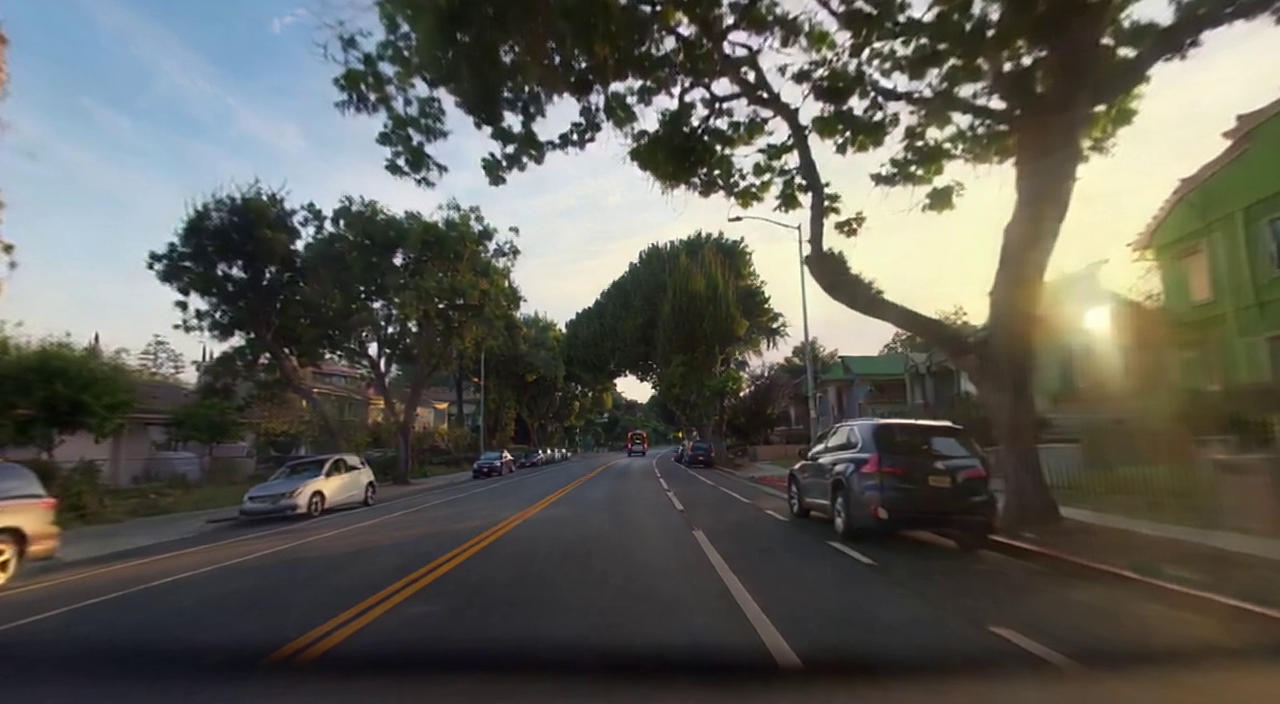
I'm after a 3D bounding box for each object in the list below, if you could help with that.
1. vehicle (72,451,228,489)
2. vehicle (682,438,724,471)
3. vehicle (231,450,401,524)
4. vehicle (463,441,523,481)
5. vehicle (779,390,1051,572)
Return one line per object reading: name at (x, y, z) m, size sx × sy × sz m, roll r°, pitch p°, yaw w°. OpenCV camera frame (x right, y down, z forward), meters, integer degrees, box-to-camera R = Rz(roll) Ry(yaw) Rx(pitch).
vehicle at (-20.221, 4.849, 26.225) m, size 4.721 × 1.463 × 2.275 m, roll -1°, pitch -8°, yaw 5°
vehicle at (3.991, 6.552, 40.668) m, size 2.060 × 1.833 × 4.927 m, roll 4°, pitch -9°, yaw 0°
vehicle at (-8.312, 3.447, 16.860) m, size 1.921 × 1.494 × 4.884 m, roll -2°, pitch -8°, yaw 1°
vehicle at (-8.263, 6.155, 36.024) m, size 2.094 × 1.840 × 5.450 m, roll -6°, pitch -8°, yaw -1°
vehicle at (3.703, 1.803, 9.672) m, size 2.131 × 1.995 × 4.626 m, roll 3°, pitch -8°, yaw 1°
